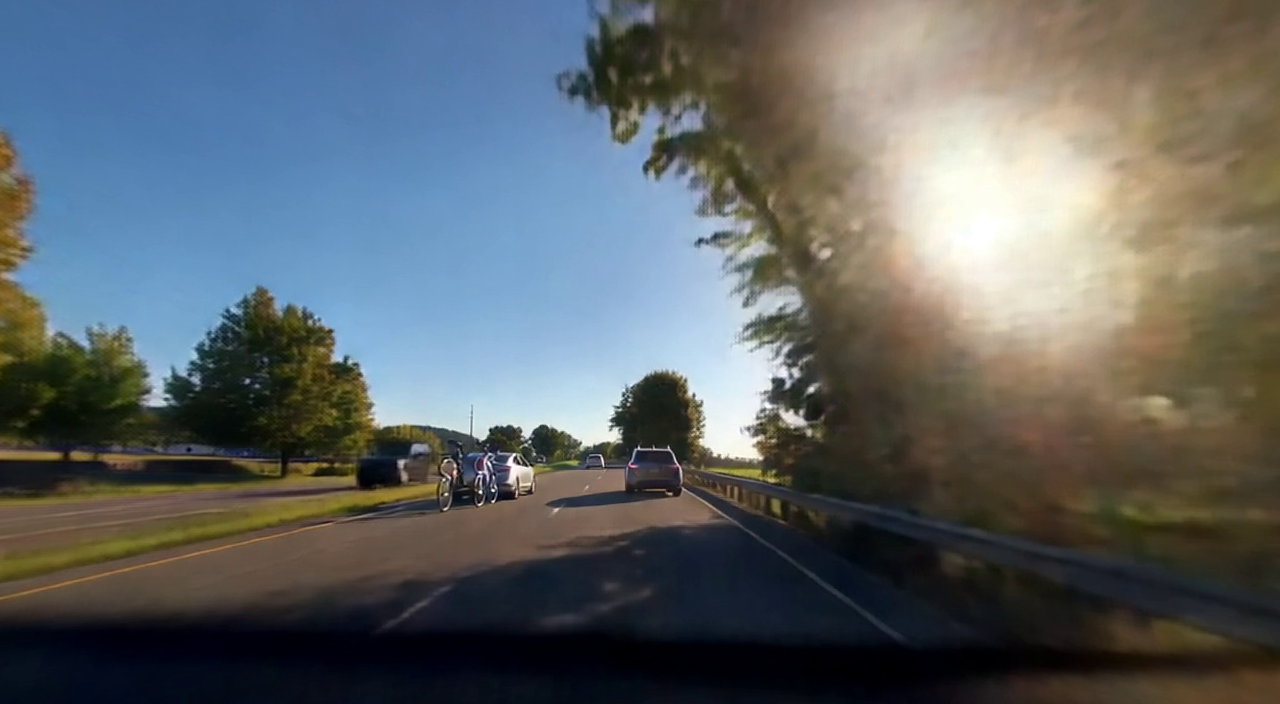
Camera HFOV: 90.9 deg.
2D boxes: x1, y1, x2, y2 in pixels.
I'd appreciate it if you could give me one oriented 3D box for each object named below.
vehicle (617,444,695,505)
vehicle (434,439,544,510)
[{"bbox_3d":[0.407,3.576,18.791,2.063,1.582,3.955,0,-9,-1],"label":"vehicle"},{"bbox_3d":[-3.927,3.259,17.154,1.962,1.681,4.033,0,-9,1],"label":"vehicle"}]
